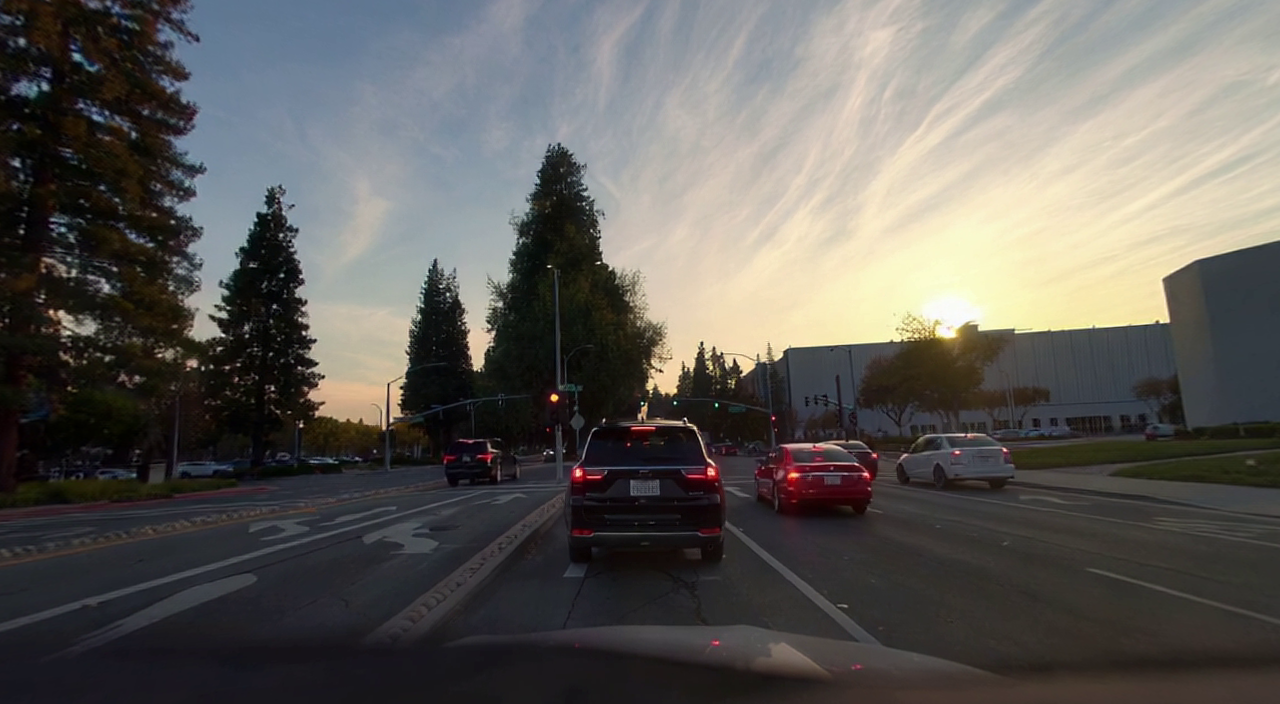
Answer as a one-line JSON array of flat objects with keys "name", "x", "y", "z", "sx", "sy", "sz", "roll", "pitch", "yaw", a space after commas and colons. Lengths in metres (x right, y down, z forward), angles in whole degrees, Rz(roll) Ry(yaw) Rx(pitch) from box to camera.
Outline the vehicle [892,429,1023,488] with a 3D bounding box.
[{"name": "vehicle", "x": 10.872, "y": 3.696, "z": 22.128, "sx": 2.123, "sy": 1.812, "sz": 4.553, "roll": 0, "pitch": -9, "yaw": -1}]

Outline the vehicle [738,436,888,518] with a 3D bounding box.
[{"name": "vehicle", "x": 3.514, "y": 2.630, "z": 13.831, "sx": 1.997, "sy": 1.471, "sz": 4.321, "roll": 0, "pitch": -9, "yaw": -1}]

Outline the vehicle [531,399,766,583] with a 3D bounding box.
[{"name": "vehicle", "x": 0.073, "y": 1.658, "z": 8.262, "sx": 2.266, "sy": 1.762, "sz": 4.131, "roll": 0, "pitch": -9, "yaw": 0}]

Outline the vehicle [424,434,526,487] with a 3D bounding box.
[{"name": "vehicle", "x": -6.193, "y": 4.159, "z": 24.501, "sx": 2.555, "sy": 1.819, "sz": 5.145, "roll": 0, "pitch": -9, "yaw": 0}]
